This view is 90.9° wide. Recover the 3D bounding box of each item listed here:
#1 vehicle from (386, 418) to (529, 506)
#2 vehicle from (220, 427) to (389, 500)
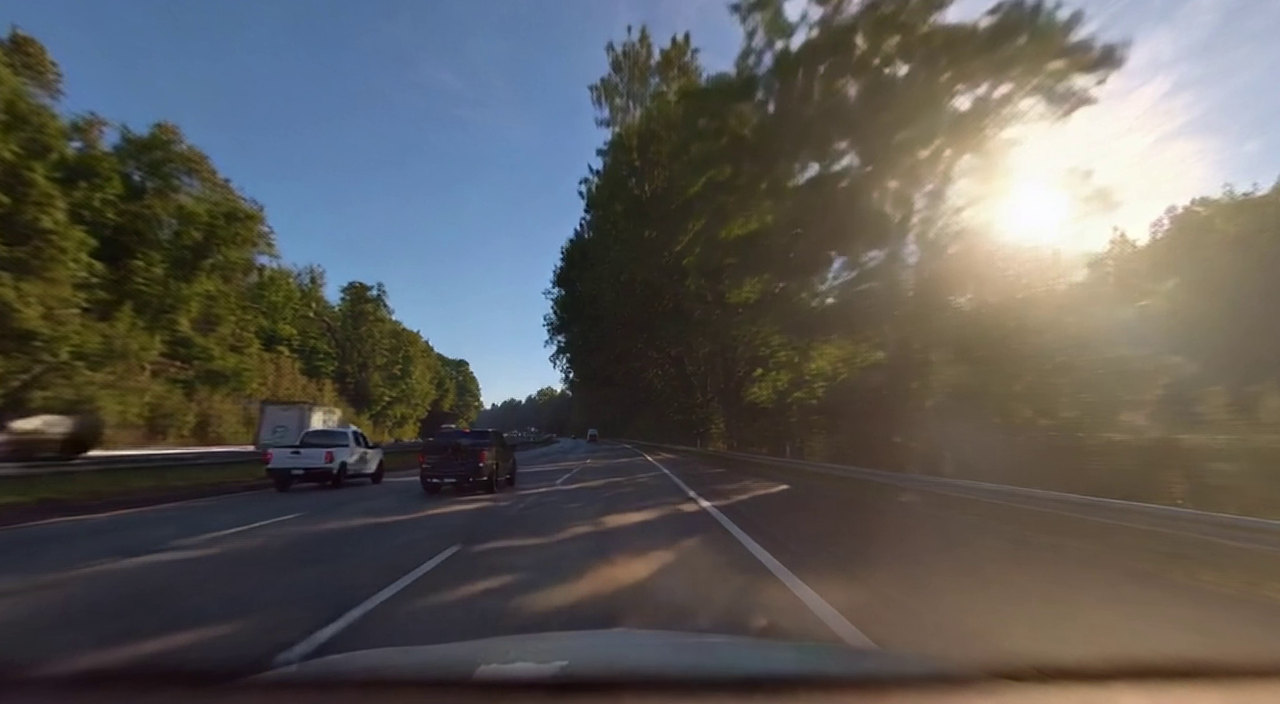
[{"bbox_3d":[-3.869,2.390,14.184,2.034,1.675,4.080,0,-8,-1],"label":"vehicle"},{"bbox_3d":[-8.031,2.668,15.594,2.000,1.552,3.946,0,-8,-1],"label":"vehicle"}]
